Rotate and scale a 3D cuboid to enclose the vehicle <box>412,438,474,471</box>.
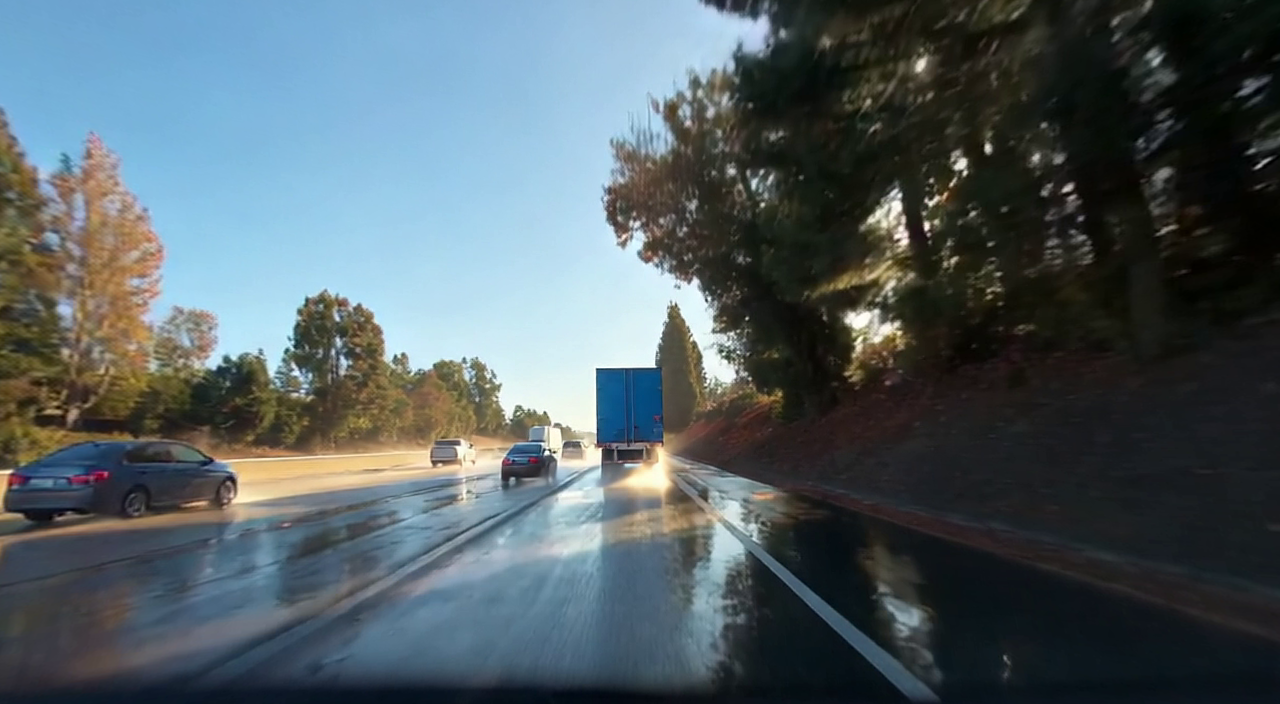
[{"bbox_3d":[-10.301,5.389,33.232,1.952,1.590,4.090,0,-8,1],"label":"vehicle"}]

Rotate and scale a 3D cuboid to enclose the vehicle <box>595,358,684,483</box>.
[{"bbox_3d":[-0.225,3.008,26.262,2.913,4.113,10.724,0,-8,-2],"label":"vehicle"}]

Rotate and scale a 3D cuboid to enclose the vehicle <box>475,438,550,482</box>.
[{"bbox_3d":[-4.871,4.180,24.689,2.164,1.582,3.979,0,-8,-1],"label":"vehicle"}]

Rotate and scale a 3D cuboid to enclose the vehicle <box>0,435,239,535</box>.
[{"bbox_3d":[-10.055,2.372,11.988,1.899,1.517,4.554,0,-8,-1],"label":"vehicle"}]

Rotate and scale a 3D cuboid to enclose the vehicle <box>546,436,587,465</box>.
[{"bbox_3d":[-4.605,6.255,40.102,2.158,1.680,4.087,0,-8,0],"label":"vehicle"}]
